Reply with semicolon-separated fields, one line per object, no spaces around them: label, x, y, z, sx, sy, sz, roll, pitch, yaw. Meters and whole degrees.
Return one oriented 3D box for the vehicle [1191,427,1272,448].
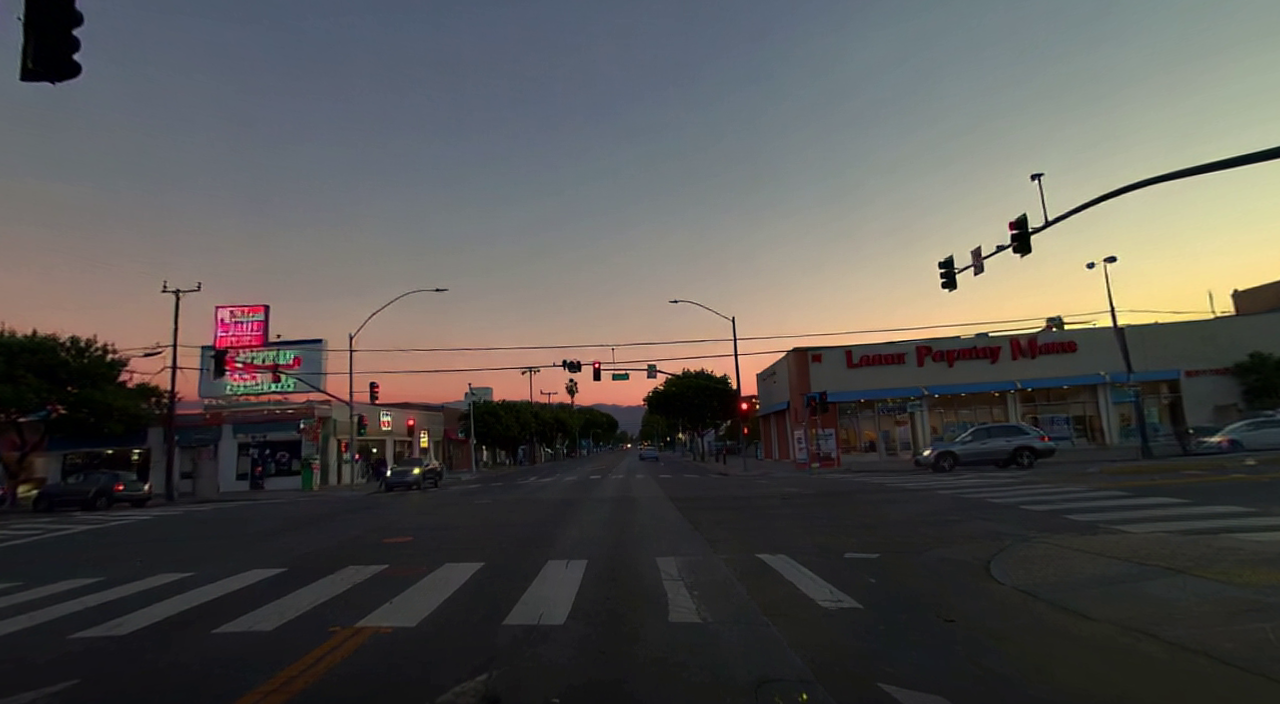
vehicle;42.053;6.067;44.904;4.347;1.446;1.777;1;-9;-9

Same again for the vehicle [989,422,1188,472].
vehicle;14.360;3.098;20.620;4.835;1.487;1.913;-3;-9;20

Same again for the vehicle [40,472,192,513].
vehicle;-21.180;5.673;25.660;4.676;1.463;1.909;-1;-8;6

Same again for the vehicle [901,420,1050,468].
vehicle;13.030;3.652;24.944;4.916;1.730;1.986;-4;-9;21
